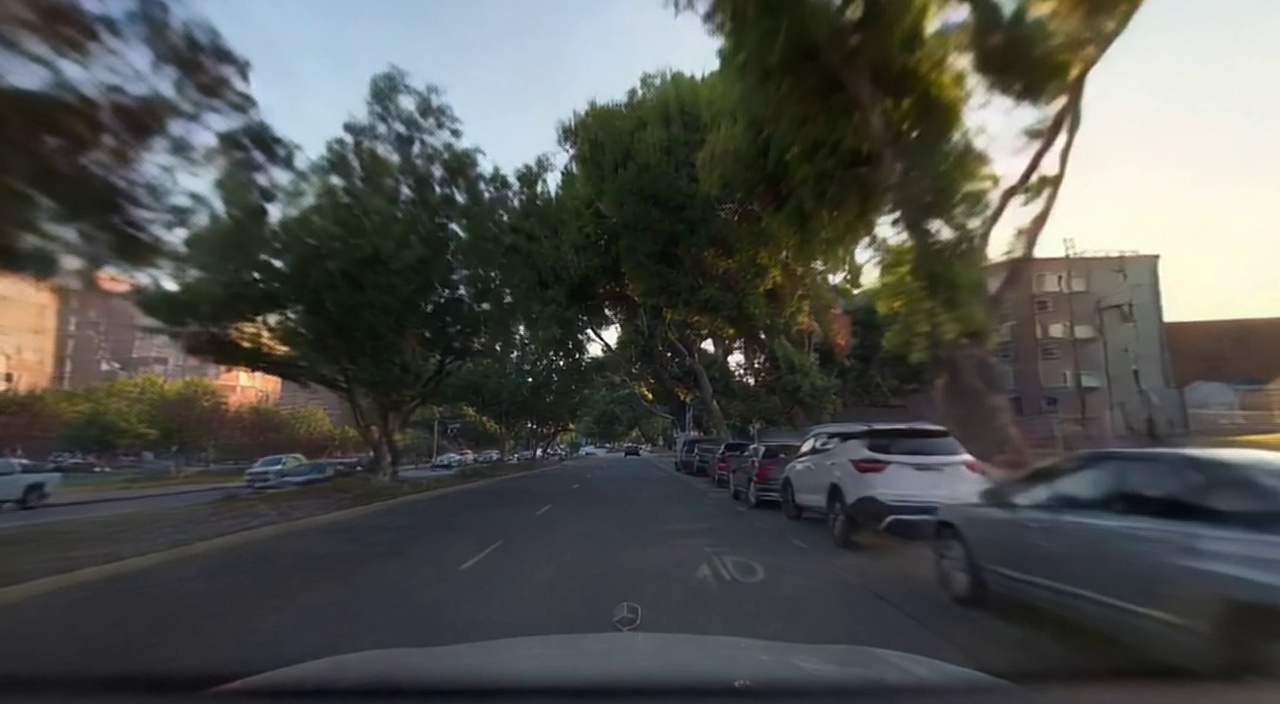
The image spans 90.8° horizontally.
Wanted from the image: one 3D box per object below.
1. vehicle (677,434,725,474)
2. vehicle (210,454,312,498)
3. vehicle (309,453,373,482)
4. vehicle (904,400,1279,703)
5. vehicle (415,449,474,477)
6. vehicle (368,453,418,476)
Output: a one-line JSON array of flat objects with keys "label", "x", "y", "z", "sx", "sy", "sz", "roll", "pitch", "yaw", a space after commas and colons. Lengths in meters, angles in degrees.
[{"label": "vehicle", "x": 3.114, "y": 5.294, "z": 33.037, "sx": 1.935, "sy": 1.920, "sz": 4.397, "roll": 0, "pitch": -8, "yaw": -2}, {"label": "vehicle", "x": -14.523, "y": 4.726, "z": 24.448, "sx": 1.656, "sy": 1.488, "sz": 3.677, "roll": 0, "pitch": -8, "yaw": -1}, {"label": "vehicle", "x": -18.226, "y": 7.037, "z": 38.740, "sx": 1.826, "sy": 1.544, "sz": 4.680, "roll": 0, "pitch": -8, "yaw": -2}, {"label": "vehicle", "x": 3.371, "y": 1.104, "z": 3.505, "sx": 1.924, "sy": 1.492, "sz": 4.587, "roll": 0, "pitch": -8, "yaw": 1}, {"label": "vehicle", "x": -11.442, "y": 6.495, "z": 37.370, "sx": 1.982, "sy": 1.515, "sz": 4.648, "roll": 0, "pitch": -8, "yaw": 0}, {"label": "vehicle", "x": -18.127, "y": 8.247, "z": 46.578, "sx": 1.932, "sy": 1.510, "sz": 4.685, "roll": 0, "pitch": -8, "yaw": -2}]
